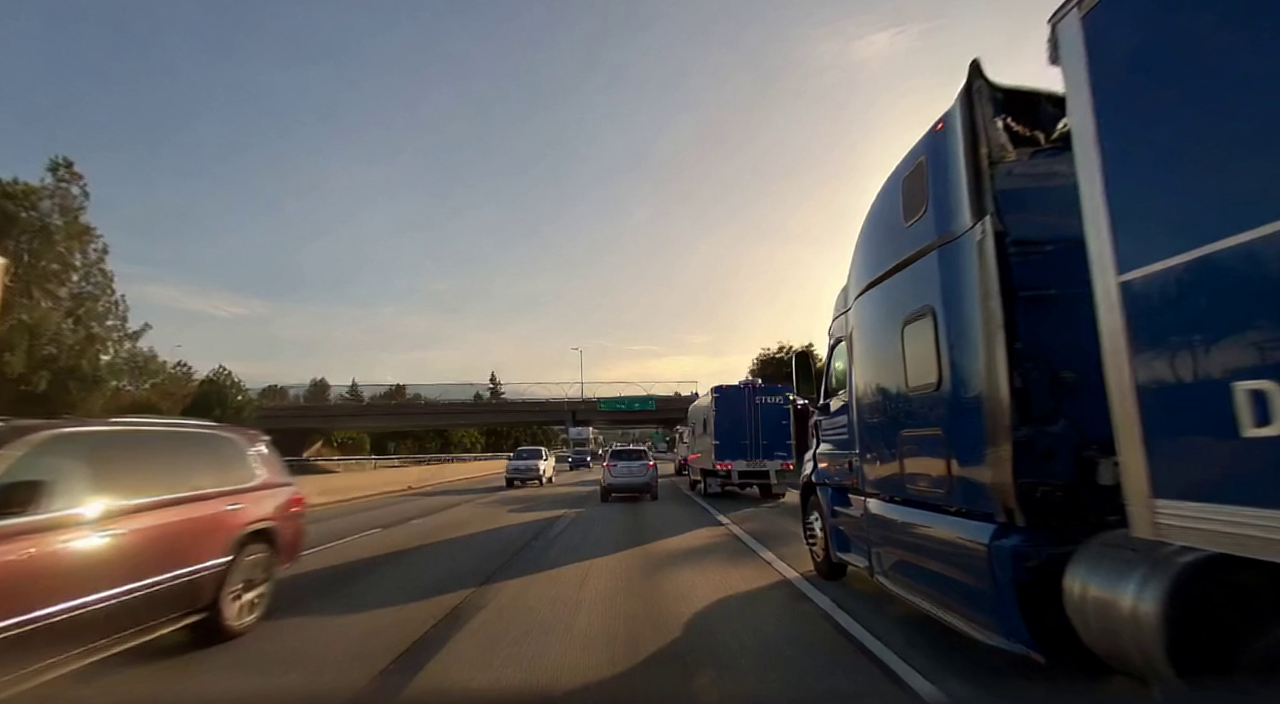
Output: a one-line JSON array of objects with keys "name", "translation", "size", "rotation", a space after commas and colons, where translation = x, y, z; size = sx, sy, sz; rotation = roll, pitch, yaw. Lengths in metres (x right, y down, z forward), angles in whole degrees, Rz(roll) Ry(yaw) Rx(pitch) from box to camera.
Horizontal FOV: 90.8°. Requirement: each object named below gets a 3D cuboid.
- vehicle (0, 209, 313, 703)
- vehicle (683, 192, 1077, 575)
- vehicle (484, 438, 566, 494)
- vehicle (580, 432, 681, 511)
[{"name": "vehicle", "translation": [-3.765, 0.554, 2.343], "size": [2.254, 2.331, 5.179], "rotation": [0, -9, 0]}, {"name": "vehicle", "translation": [3.016, 1.448, 14.589], "size": [2.934, 4.123, 15.785], "rotation": [0, -9, 0]}, {"name": "vehicle", "translation": [-3.869, 3.918, 21.998], "size": [1.986, 1.733, 4.209], "rotation": [0, -9, 1]}, {"name": "vehicle", "translation": [-0.246, 2.947, 15.949], "size": [2.201, 1.719, 4.058], "rotation": [0, -9, -1]}]
